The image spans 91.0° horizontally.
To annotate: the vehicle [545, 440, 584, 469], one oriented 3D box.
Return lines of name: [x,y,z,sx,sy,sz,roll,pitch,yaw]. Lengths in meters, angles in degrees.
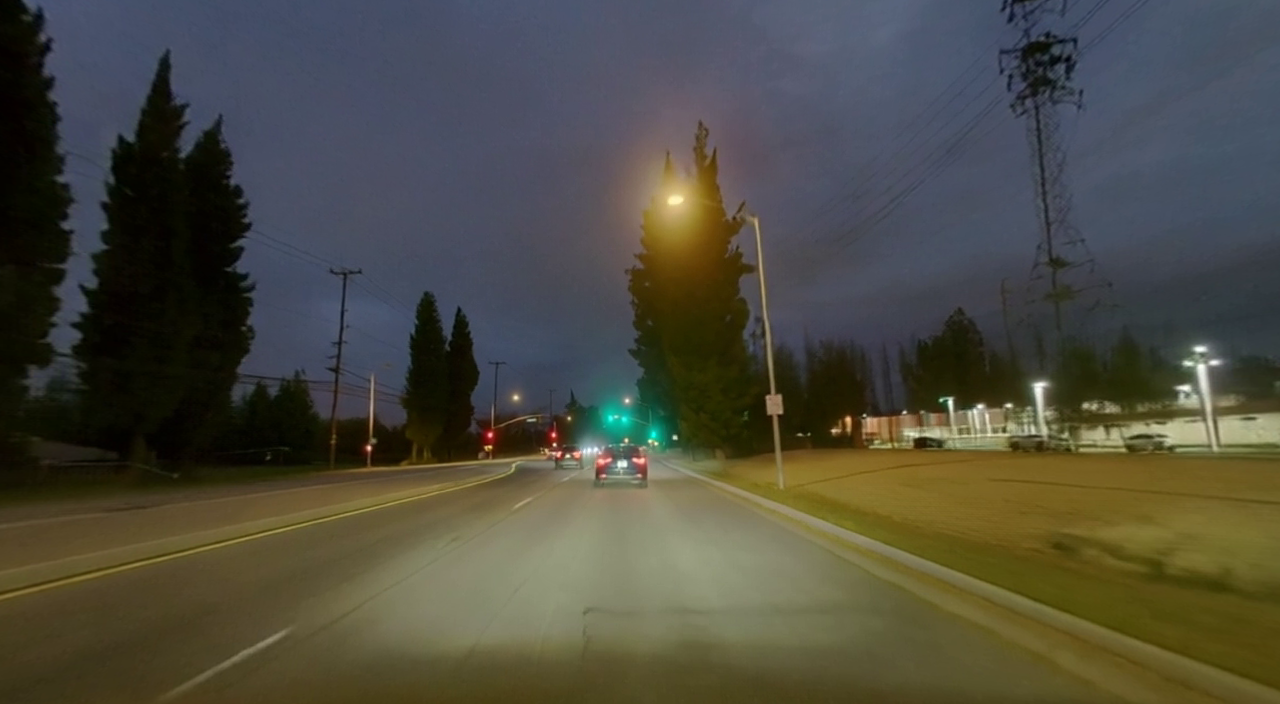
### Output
vehicle: [-4.948,6.773,41.816,2.189,1.776,4.342,0,-9,-1]

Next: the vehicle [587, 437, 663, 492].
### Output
vehicle: [-0.514,3.706,21.063,2.235,1.597,4.918,0,-9,-2]
